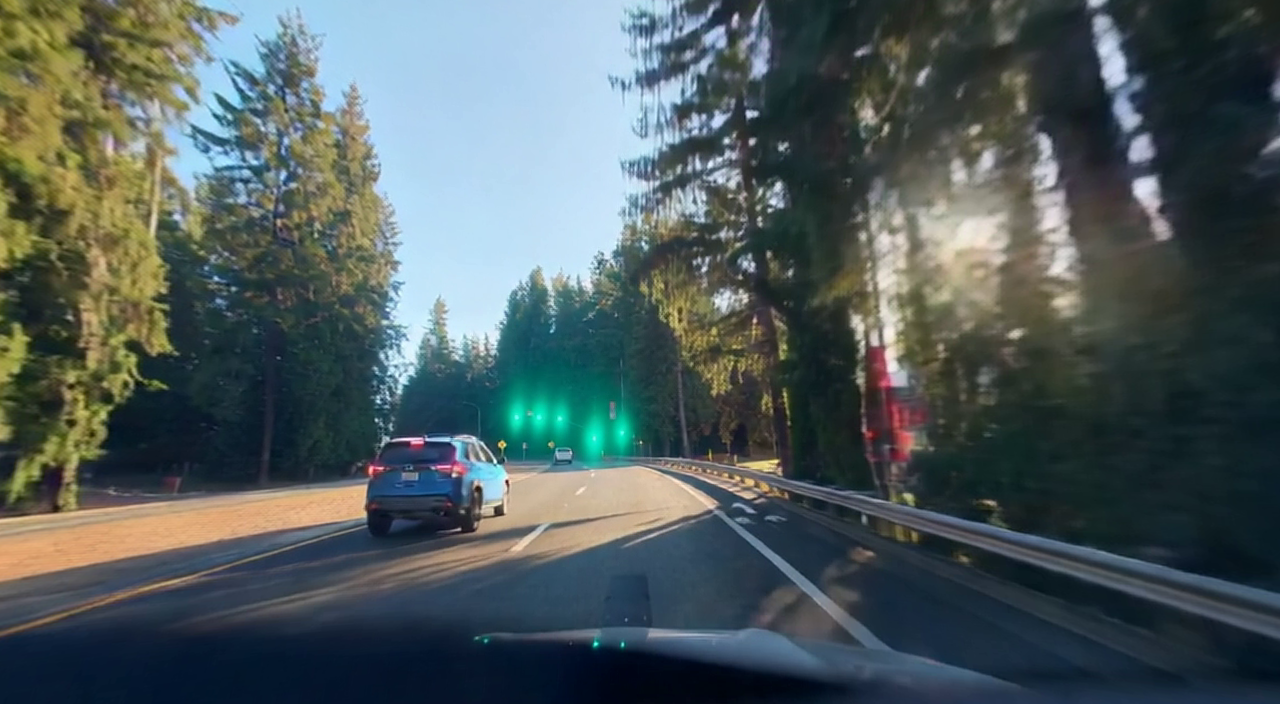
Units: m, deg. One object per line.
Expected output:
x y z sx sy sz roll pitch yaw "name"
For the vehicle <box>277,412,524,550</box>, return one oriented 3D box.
-3.730 2.136 11.162 2.336 1.857 4.986 -1 -8 1 "vehicle"
